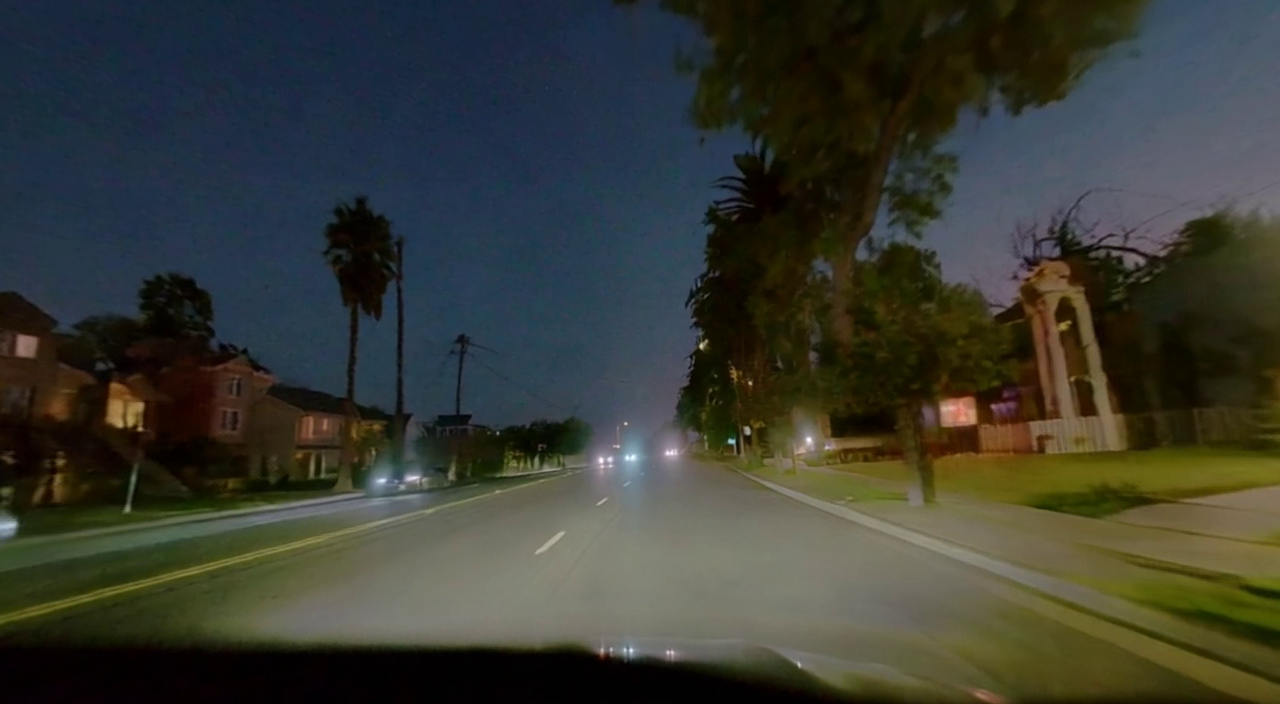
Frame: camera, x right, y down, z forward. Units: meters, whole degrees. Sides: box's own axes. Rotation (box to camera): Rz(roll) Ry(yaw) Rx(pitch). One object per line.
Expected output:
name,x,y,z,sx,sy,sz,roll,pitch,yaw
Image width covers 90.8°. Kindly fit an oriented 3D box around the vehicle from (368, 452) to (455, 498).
vehicle,-10.053,5.397,28.178,2.001,1.725,4.504,-4,-9,4
